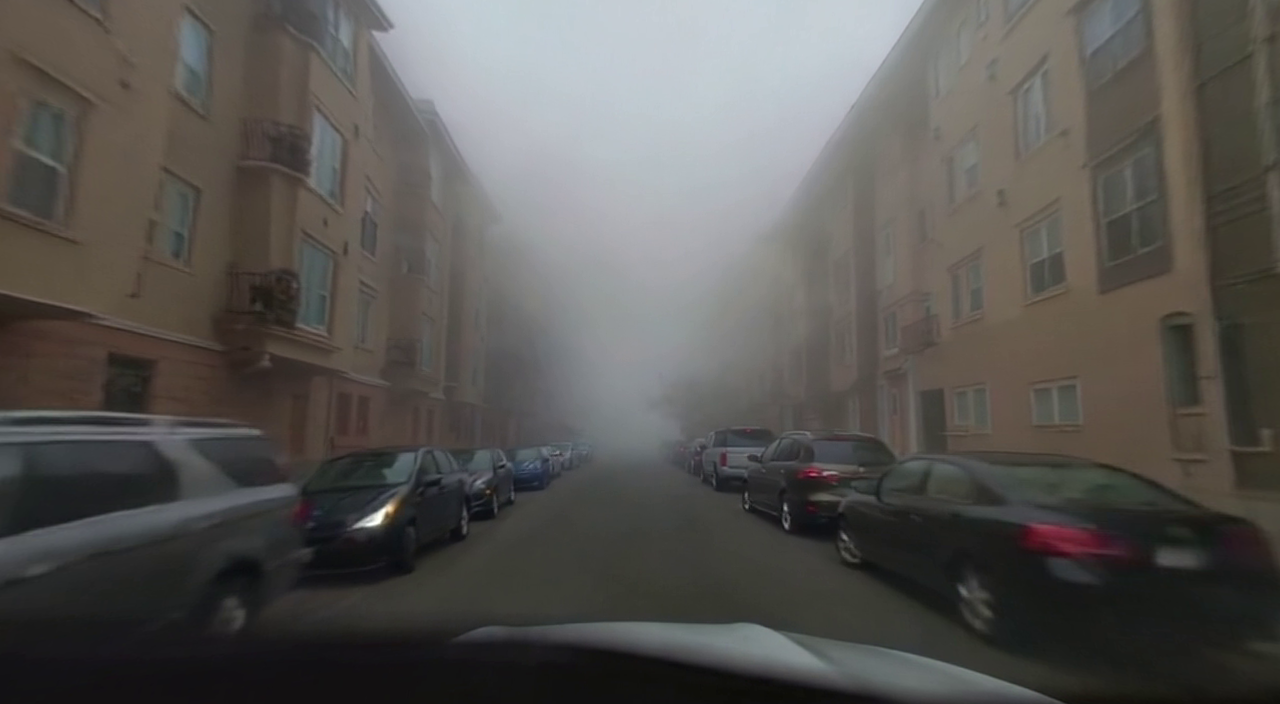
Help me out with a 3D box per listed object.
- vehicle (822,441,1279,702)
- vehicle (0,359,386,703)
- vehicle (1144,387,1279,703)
[{"bbox_3d":[3.205,1.532,5.626,1.809,1.444,3.882,0,-8,-3],"label":"vehicle"},{"bbox_3d":[-3.180,1.084,3.124,2.081,1.679,4.506,-3,-9,-1],"label":"vehicle"},{"bbox_3d":[3.360,0.812,0.616,1.968,1.595,4.543,7,-8,-2],"label":"vehicle"}]
